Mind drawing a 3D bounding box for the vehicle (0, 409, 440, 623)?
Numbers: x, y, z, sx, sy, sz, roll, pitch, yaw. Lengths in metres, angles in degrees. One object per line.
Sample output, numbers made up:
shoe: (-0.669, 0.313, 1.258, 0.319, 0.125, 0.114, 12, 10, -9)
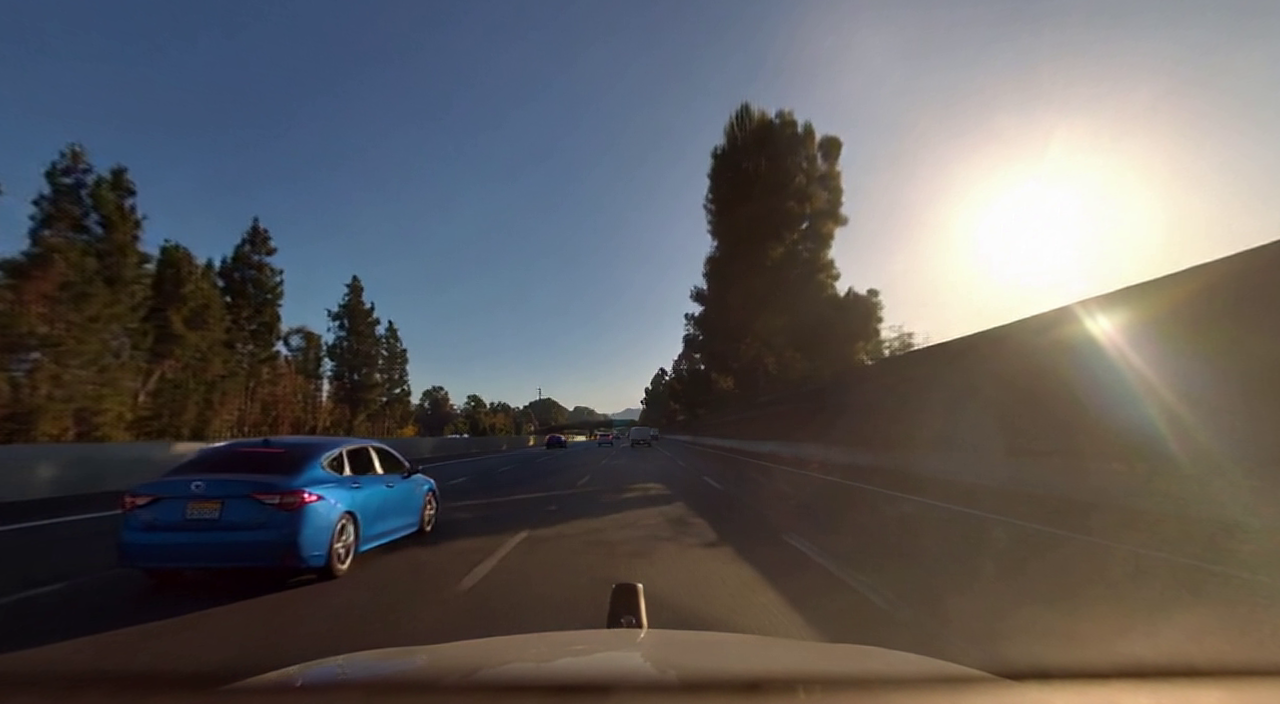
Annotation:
vehicle: (-3.758, 1.423, 6.448, 2.079, 1.500, 3.881, 0, -8, 1)
